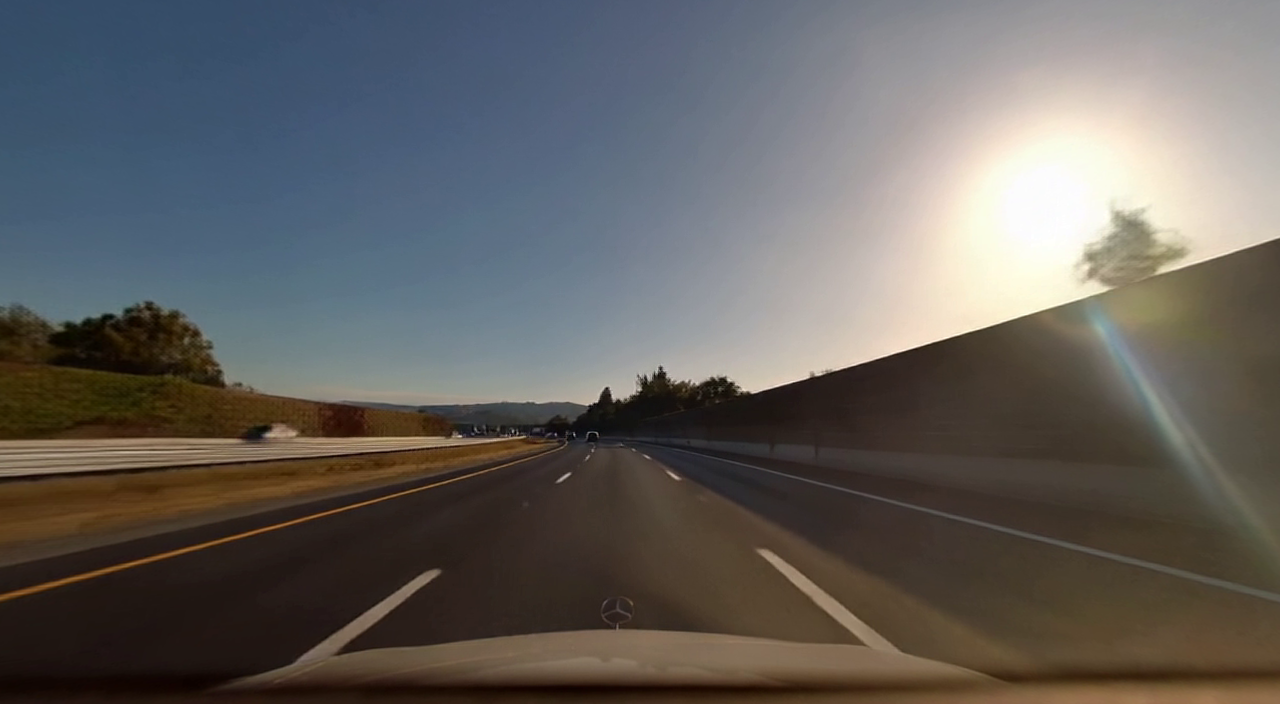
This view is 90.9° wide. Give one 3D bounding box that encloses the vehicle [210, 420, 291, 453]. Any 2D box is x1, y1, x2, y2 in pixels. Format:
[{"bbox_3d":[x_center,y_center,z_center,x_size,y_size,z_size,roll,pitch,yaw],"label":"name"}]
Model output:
[{"bbox_3d":[-24.313,5.302,39.599,2.032,1.913,4.787,0,-8,-1],"label":"vehicle"}]
